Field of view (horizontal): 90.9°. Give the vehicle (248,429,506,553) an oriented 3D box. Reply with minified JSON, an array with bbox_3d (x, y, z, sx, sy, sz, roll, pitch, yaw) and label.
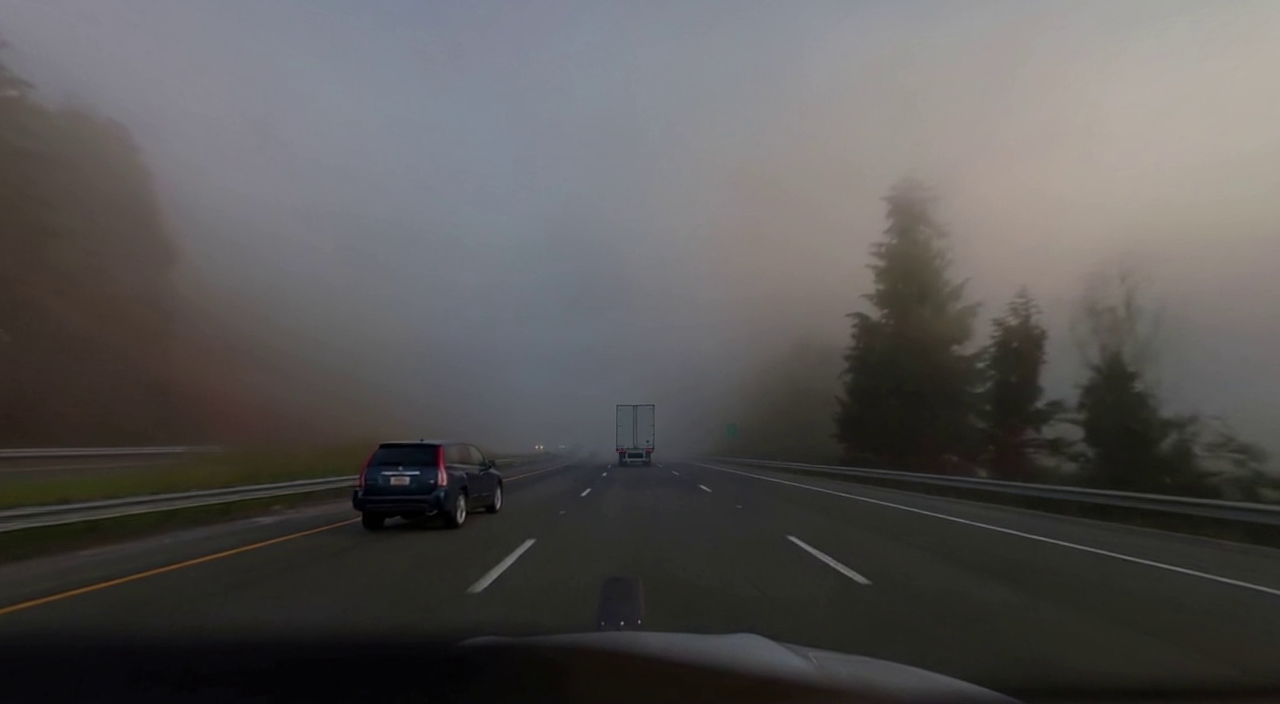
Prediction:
[{"bbox_3d":[-3.734,2.072,10.143,2.080,1.488,4.781,0,-9,0],"label":"vehicle"}]

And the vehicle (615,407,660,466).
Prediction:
[{"bbox_3d":[-0.357,6.479,47.520,2.962,3.953,10.696,0,-9,-2],"label":"vehicle"}]
